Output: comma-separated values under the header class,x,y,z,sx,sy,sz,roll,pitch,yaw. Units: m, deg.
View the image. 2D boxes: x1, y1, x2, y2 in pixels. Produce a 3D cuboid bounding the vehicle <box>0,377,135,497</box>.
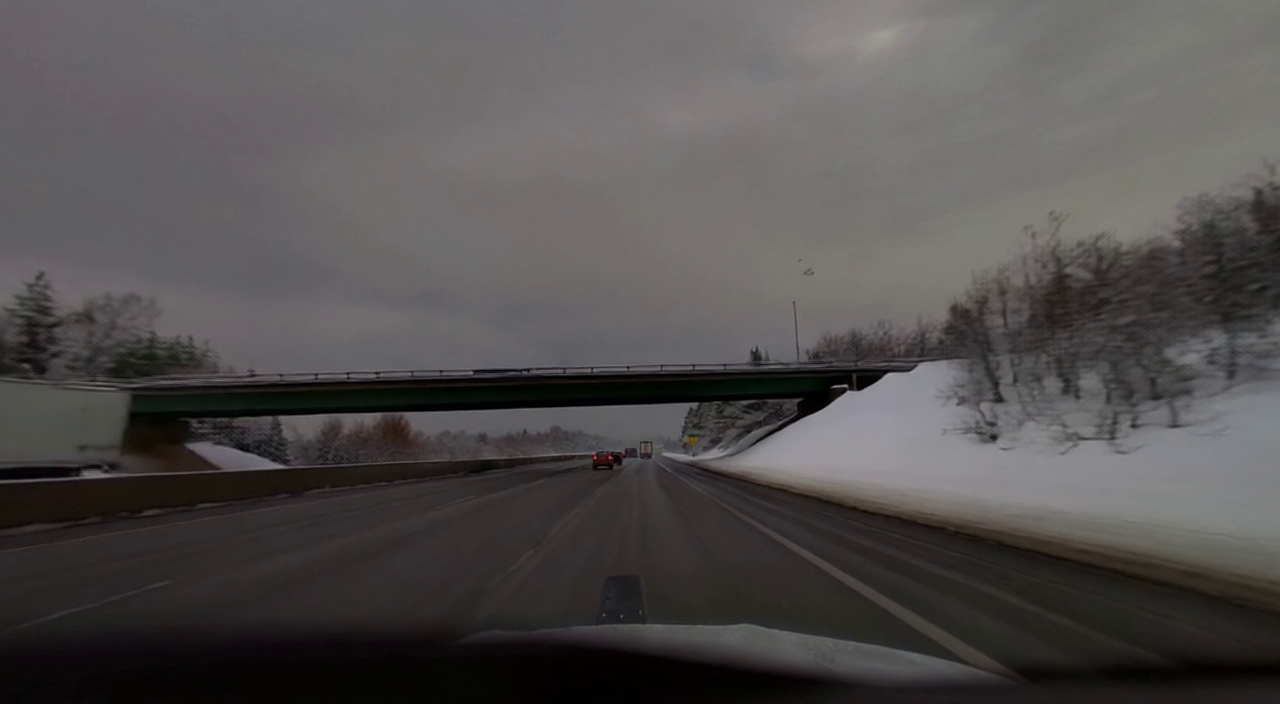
class,x,y,z,sx,sy,sz,roll,pitch,yaw
vehicle,-22.875,2.380,18.116,2.876,3.975,16.773,0,-9,0
